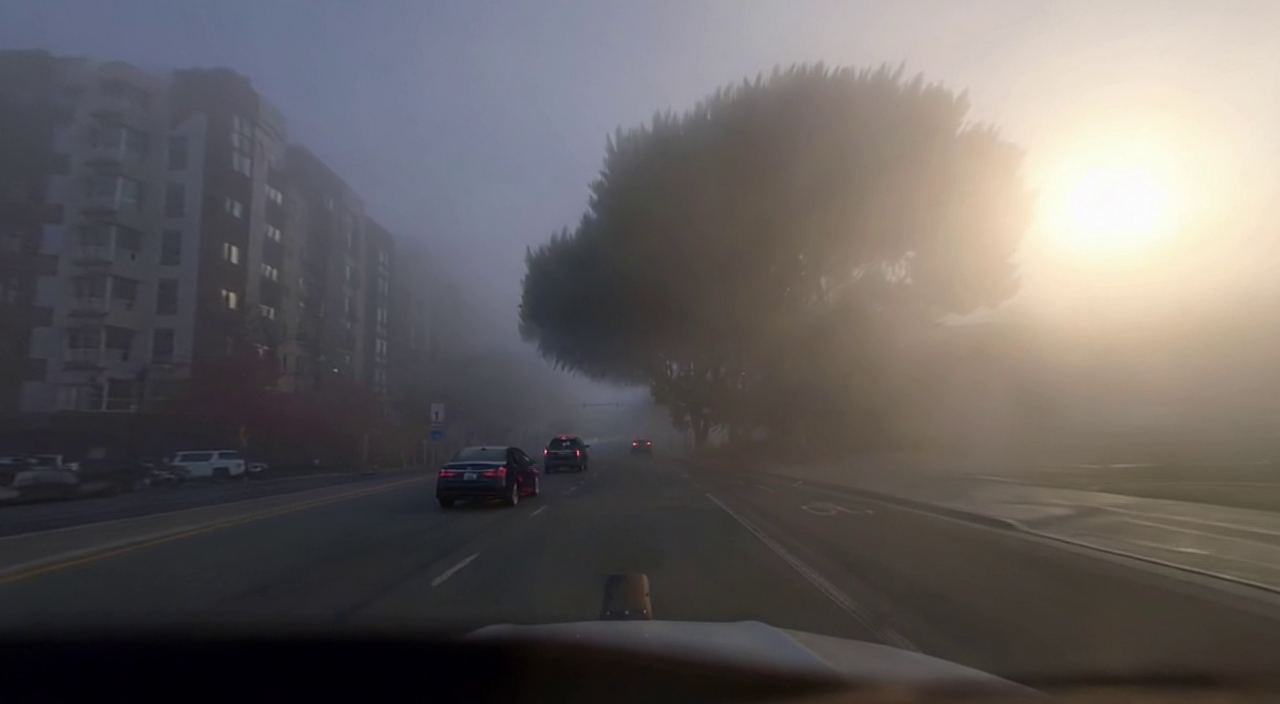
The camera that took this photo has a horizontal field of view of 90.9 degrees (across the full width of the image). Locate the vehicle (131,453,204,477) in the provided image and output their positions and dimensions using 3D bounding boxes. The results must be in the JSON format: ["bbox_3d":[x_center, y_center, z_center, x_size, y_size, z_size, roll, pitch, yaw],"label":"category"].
[{"bbox_3d":[-34.533,8.277,46.203,1.868,1.591,4.503,0,-9,0],"label":"vehicle"}]

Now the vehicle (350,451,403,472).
[{"bbox_3d":[-19.894,8.270,47.808,1.878,1.472,4.736,0,-9,1],"label":"vehicle"}]

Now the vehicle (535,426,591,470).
[{"bbox_3d":[-3.698,4.744,31.123,2.152,1.987,4.527,0,-9,1],"label":"vehicle"}]

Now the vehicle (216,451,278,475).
[{"bbox_3d":[-28.918,8.142,46.495,1.859,1.614,4.102,0,-9,0],"label":"vehicle"}]

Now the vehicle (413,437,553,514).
[{"bbox_3d":[-3.227,2.636,13.965,1.959,1.406,4.272,0,-9,1],"label":"vehicle"}]

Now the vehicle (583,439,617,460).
[{"bbox_3d":[-3.022,7.539,48.760,2.246,1.481,4.146,0,-9,1],"label":"vehicle"}]
